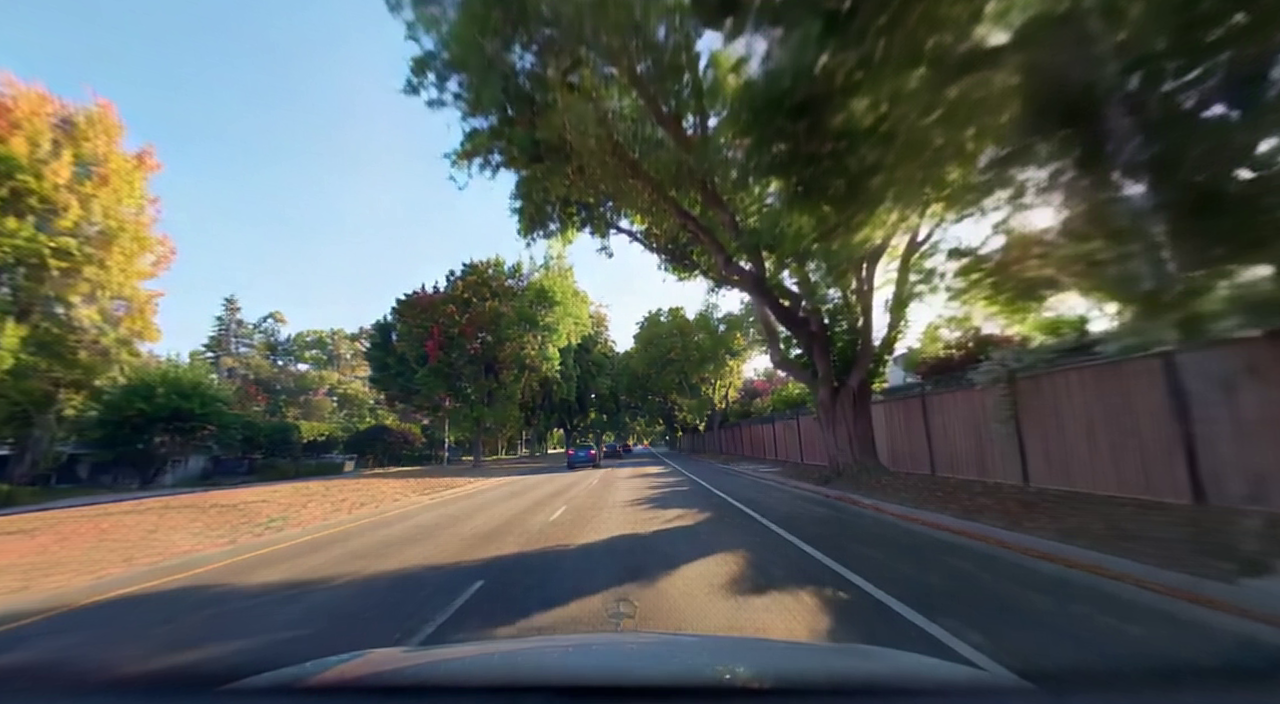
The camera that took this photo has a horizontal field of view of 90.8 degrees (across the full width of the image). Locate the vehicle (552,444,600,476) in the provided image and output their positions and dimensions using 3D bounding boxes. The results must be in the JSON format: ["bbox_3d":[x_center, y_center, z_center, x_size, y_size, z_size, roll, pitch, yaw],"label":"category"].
[{"bbox_3d":[-3.075,5.298,31.295,1.870,1.431,4.317,-1,-8,1],"label":"vehicle"}]
